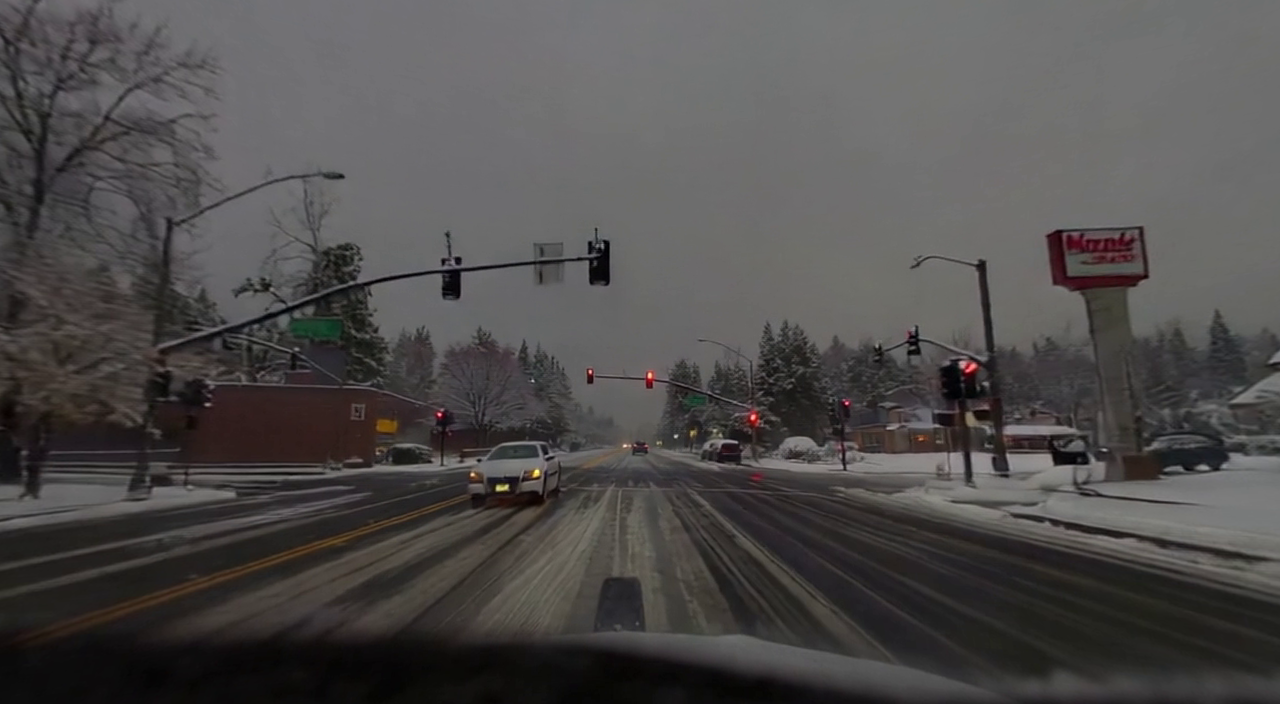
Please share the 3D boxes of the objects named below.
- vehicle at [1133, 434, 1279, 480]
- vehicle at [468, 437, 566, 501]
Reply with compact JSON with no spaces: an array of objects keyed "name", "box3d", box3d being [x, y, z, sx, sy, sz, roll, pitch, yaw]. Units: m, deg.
[{"name":"vehicle","box3d":[23.260,4.299,25.976,4.246,1.750,1.954,0,-8,1]},{"name":"vehicle","box3d":[-3.270,3.180,17.553,1.915,1.553,3.846,0,-8,0]}]
